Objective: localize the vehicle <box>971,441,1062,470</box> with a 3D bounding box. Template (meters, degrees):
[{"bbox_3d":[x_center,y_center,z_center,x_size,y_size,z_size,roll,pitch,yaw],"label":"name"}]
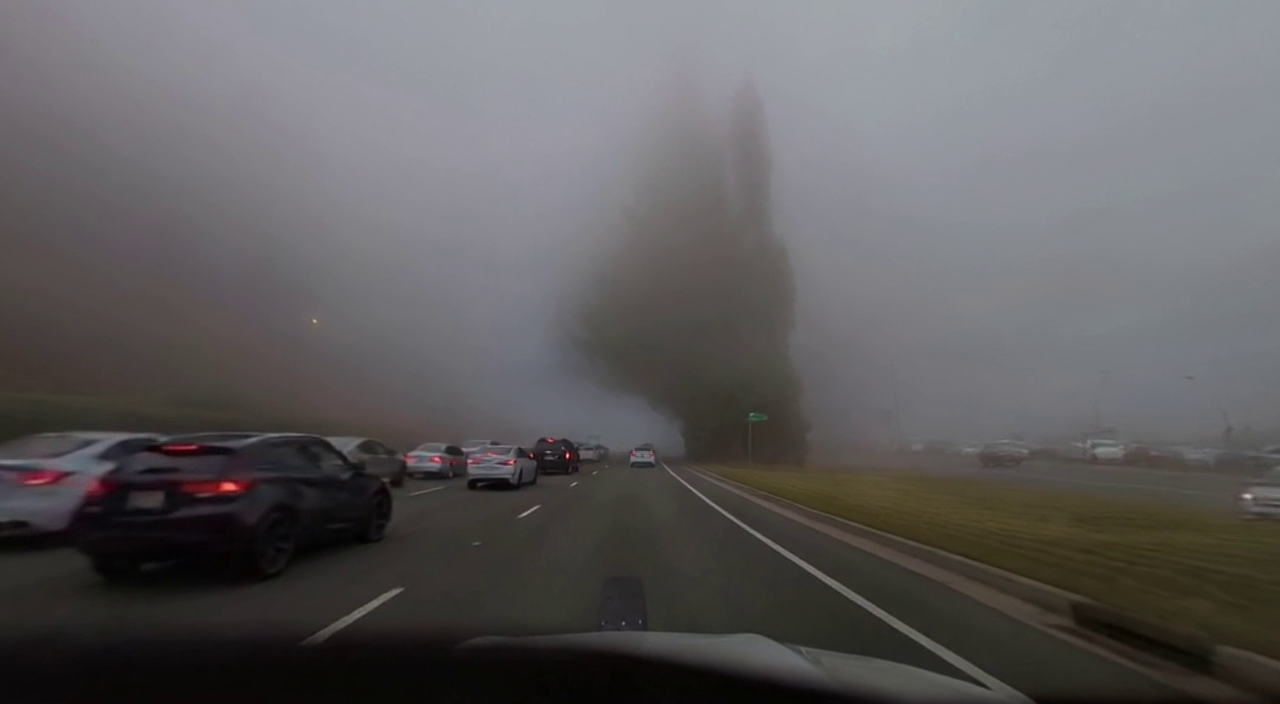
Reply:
[{"bbox_3d":[27.520,7.565,46.178,5.193,1.955,2.249,0,-7,0],"label":"vehicle"}]

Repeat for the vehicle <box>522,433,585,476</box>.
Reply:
[{"bbox_3d":[-3.796,4.641,28.692,2.130,1.749,4.904,0,-8,1],"label":"vehicle"}]

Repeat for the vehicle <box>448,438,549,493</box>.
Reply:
[{"bbox_3d":[-4.145,3.397,19.256,1.975,1.447,4.356,0,-8,2],"label":"vehicle"}]

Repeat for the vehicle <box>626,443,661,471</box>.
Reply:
[{"bbox_3d":[0.195,5.935,35.783,1.875,1.453,3.888,0,-8,0],"label":"vehicle"}]

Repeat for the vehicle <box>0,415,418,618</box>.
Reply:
[{"bbox_3d":[-4.198,1.553,6.918,1.871,1.502,4.240,0,-8,2],"label":"vehicle"}]
